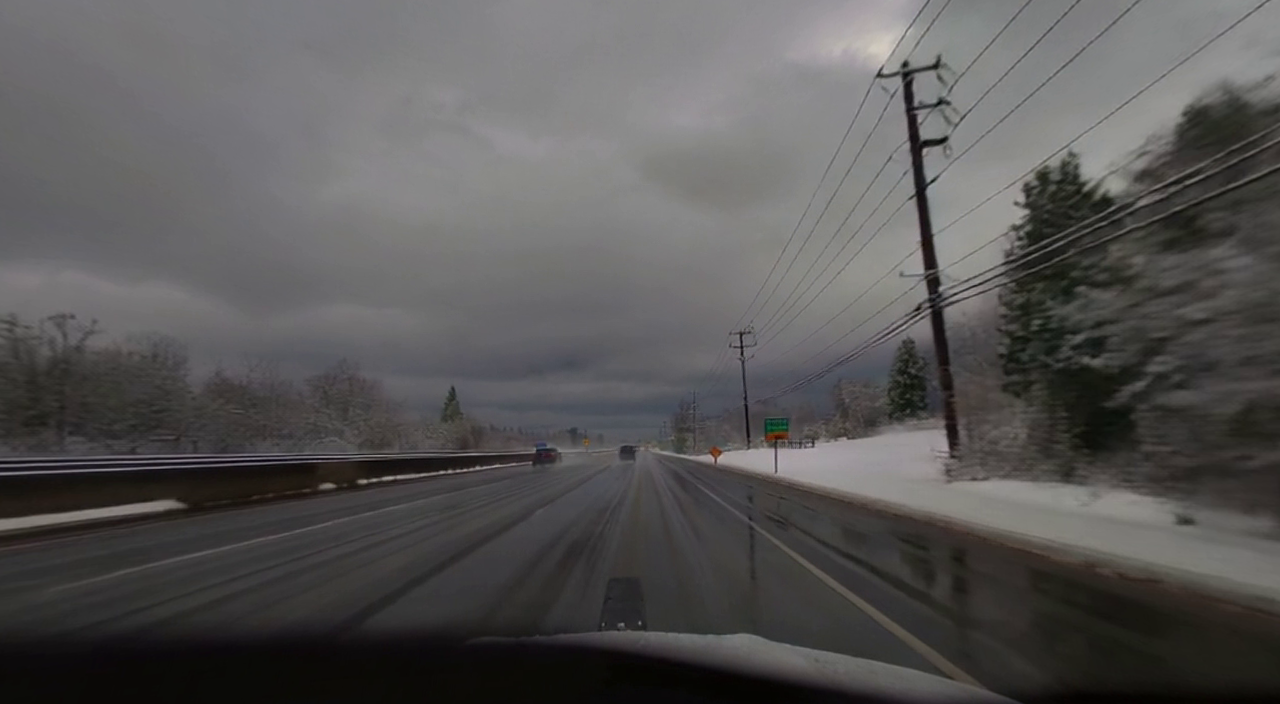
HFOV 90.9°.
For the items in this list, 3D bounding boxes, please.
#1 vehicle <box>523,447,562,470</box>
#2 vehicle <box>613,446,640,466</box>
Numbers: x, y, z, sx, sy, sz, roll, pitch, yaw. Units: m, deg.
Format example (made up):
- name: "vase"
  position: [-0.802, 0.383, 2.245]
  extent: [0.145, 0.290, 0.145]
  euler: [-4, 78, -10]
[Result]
- name: "vehicle"
  position: [-6.501, 7.123, 42.348]
  extent: [1.911, 1.491, 3.624]
  euler: [-1, -9, 2]
- name: "vehicle"
  position: [-0.985, 8.074, 48.856]
  extent: [1.968, 1.462, 3.937]
  euler: [0, -9, 1]
